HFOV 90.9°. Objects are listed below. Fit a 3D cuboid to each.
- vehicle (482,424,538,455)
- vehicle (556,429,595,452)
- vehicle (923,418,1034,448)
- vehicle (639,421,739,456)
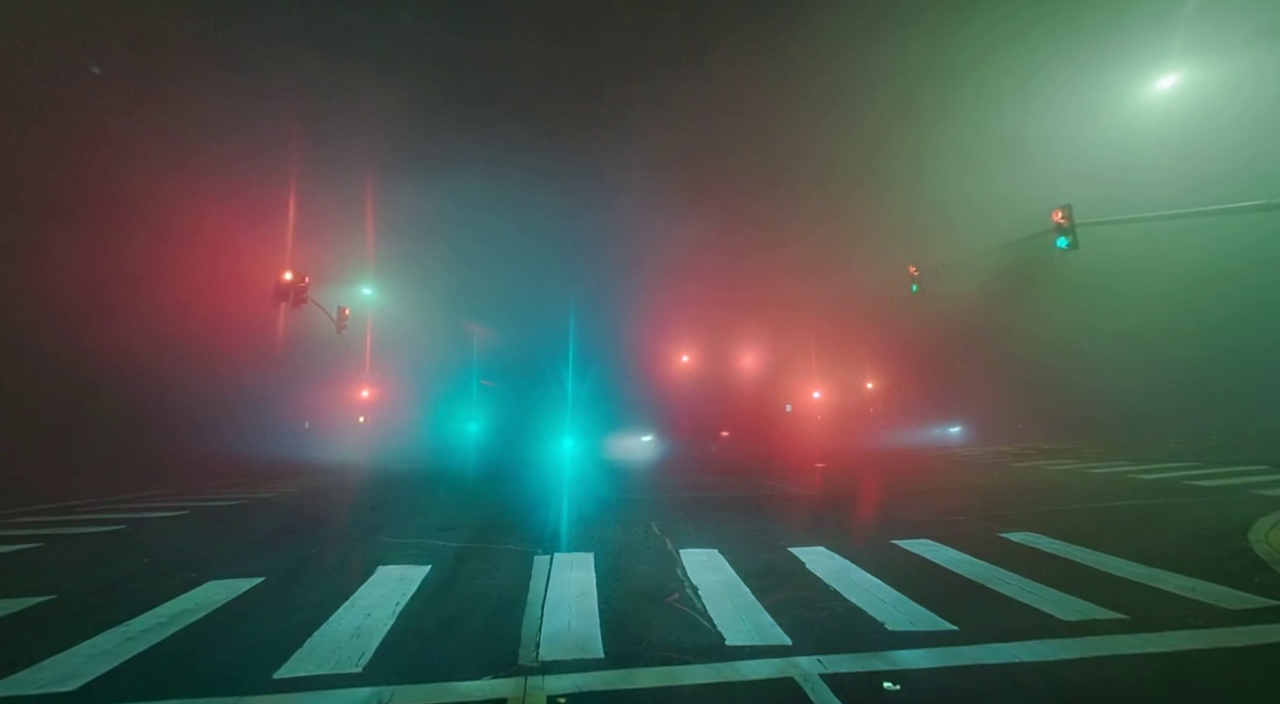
[{"bbox_3d":[-8.309,5.731,40.884,2.000,1.864,5.044,-1,-9,7],"label":"vehicle"},{"bbox_3d":[-4.404,6.173,43.770,1.919,1.467,4.086,-1,-9,6],"label":"vehicle"},{"bbox_3d":[16.718,4.043,31.251,4.510,1.431,1.884,1,-9,-7],"label":"vehicle"},{"bbox_3d":[2.227,4.050,29.568,4.407,1.569,1.859,1,-9,-4],"label":"vehicle"}]
